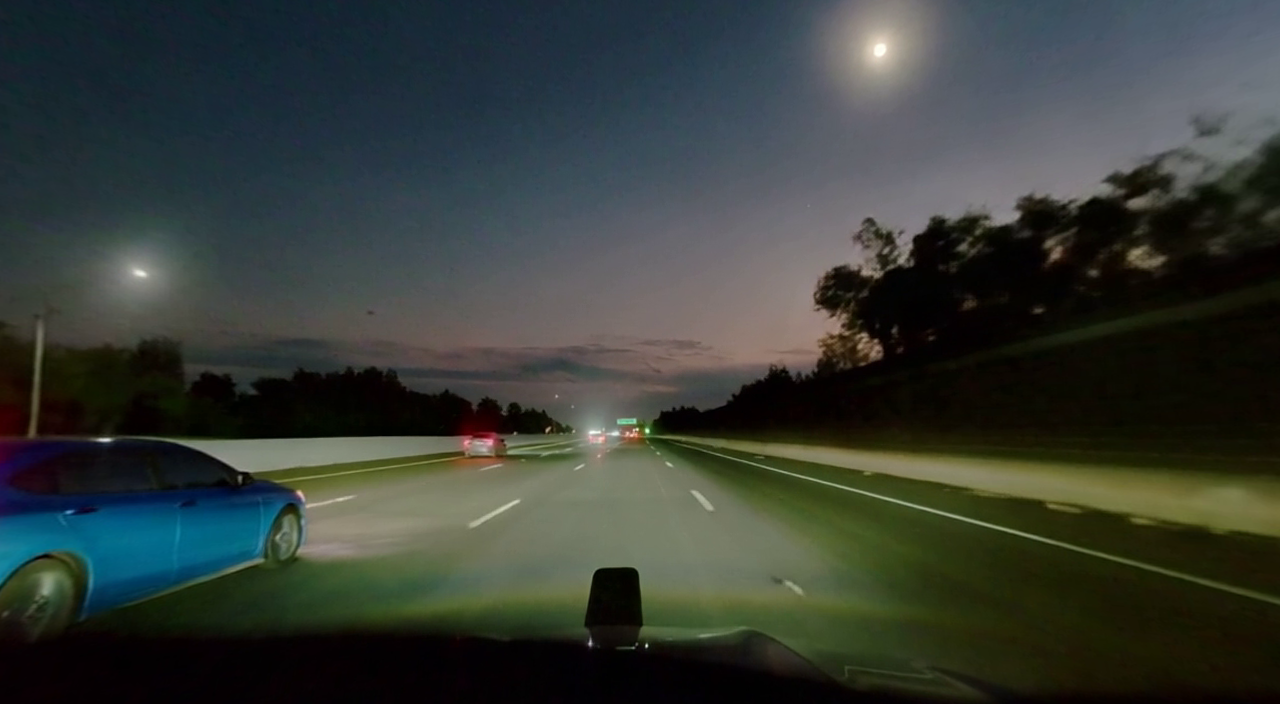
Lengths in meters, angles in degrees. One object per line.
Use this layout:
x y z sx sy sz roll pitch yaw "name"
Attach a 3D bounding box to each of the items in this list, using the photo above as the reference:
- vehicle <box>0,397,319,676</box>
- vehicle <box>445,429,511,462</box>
-4.496 1.181 4.717 2.079 1.500 3.881 0 -8 1 "vehicle"
-8.335 4.858 32.771 2.053 1.582 4.878 0 -8 1 "vehicle"
